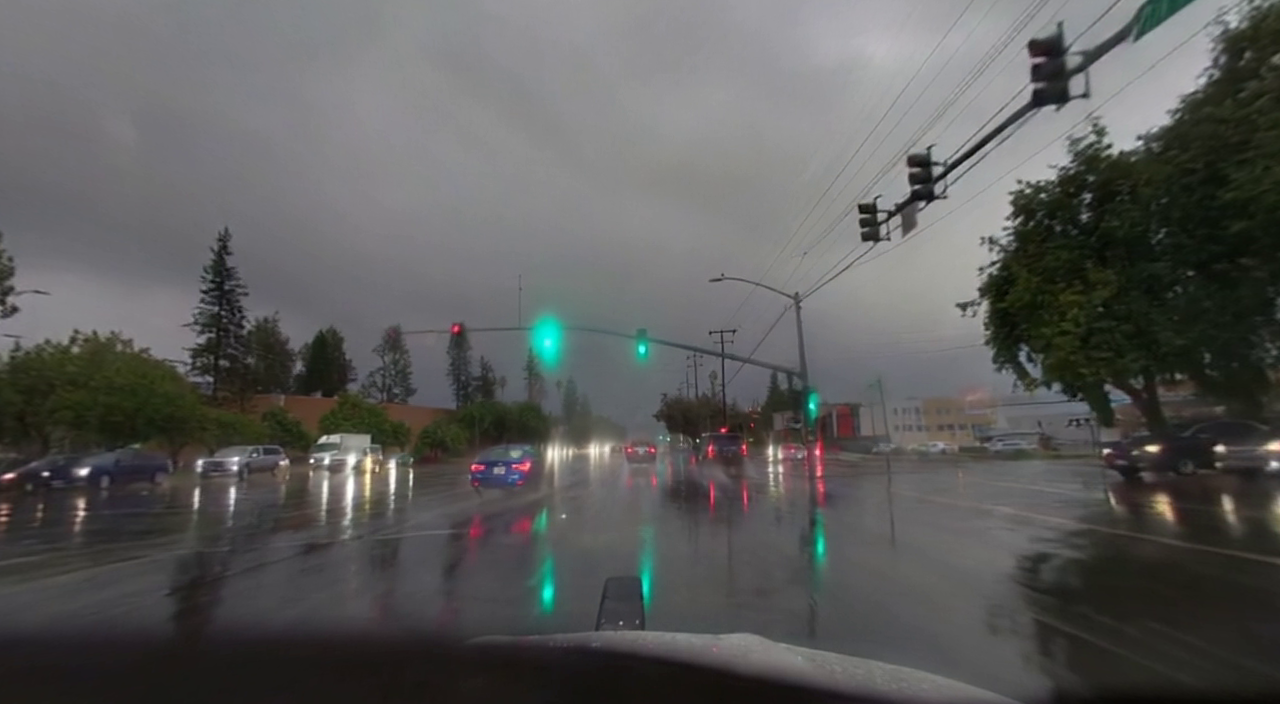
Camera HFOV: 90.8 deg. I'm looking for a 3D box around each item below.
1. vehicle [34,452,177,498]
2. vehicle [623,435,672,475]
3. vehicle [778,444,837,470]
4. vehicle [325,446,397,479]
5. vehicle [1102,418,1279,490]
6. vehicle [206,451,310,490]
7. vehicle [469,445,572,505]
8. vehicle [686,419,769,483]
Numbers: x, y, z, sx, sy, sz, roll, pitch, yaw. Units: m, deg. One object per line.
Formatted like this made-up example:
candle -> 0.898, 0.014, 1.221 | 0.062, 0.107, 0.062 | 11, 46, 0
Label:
vehicle -> -24.435, 5.618, 29.208 | 2.224, 1.759, 4.994 | -4, -9, 0
vehicle -> 0.507, 6.021, 37.091 | 2.643, 2.145, 5.585 | -1, -9, 2
vehicle -> 11.312, 7.151, 43.067 | 2.010, 1.633, 4.246 | 2, -9, -14
vehicle -> -17.364, 6.863, 39.676 | 2.000, 1.894, 5.301 | -1, -9, 1
vehicle -> 15.469, 2.738, 16.979 | 4.681, 1.756, 2.109 | 2, -9, -9
vehicle -> -17.950, 5.545, 30.009 | 1.958, 1.683, 4.559 | -1, -9, 2
vehicle -> -3.256, 3.442, 18.191 | 1.939, 1.494, 4.499 | -1, -9, 2
vehicle -> 3.908, 4.646, 29.871 | 2.905, 2.636, 6.895 | 0, -9, 0
